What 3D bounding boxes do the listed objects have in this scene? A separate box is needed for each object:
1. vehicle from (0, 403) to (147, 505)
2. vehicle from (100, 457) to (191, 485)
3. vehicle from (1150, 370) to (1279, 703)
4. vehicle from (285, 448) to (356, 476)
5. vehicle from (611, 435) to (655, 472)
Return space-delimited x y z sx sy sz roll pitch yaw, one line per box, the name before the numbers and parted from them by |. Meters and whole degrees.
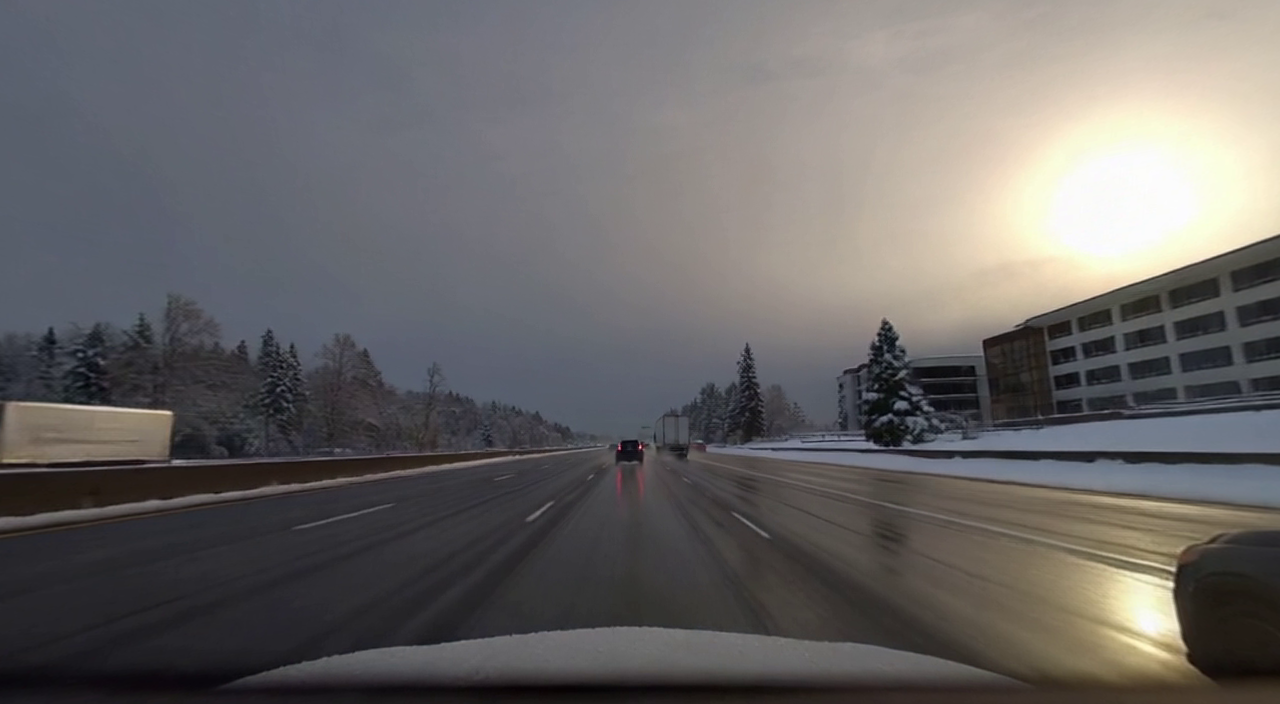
vehicle | -17.887 2.887 18.002 2.255 2.648 6.640 0 -8 0
vehicle | -29.677 7.147 38.110 1.790 1.448 4.697 0 -8 -1
vehicle | 3.527 0.635 0.894 1.950 1.596 4.326 0 -8 0
vehicle | -18.822 6.448 37.450 1.889 1.525 4.375 0 -8 0
vehicle | -0.416 5.688 35.685 2.297 1.912 4.355 0 -8 -1
